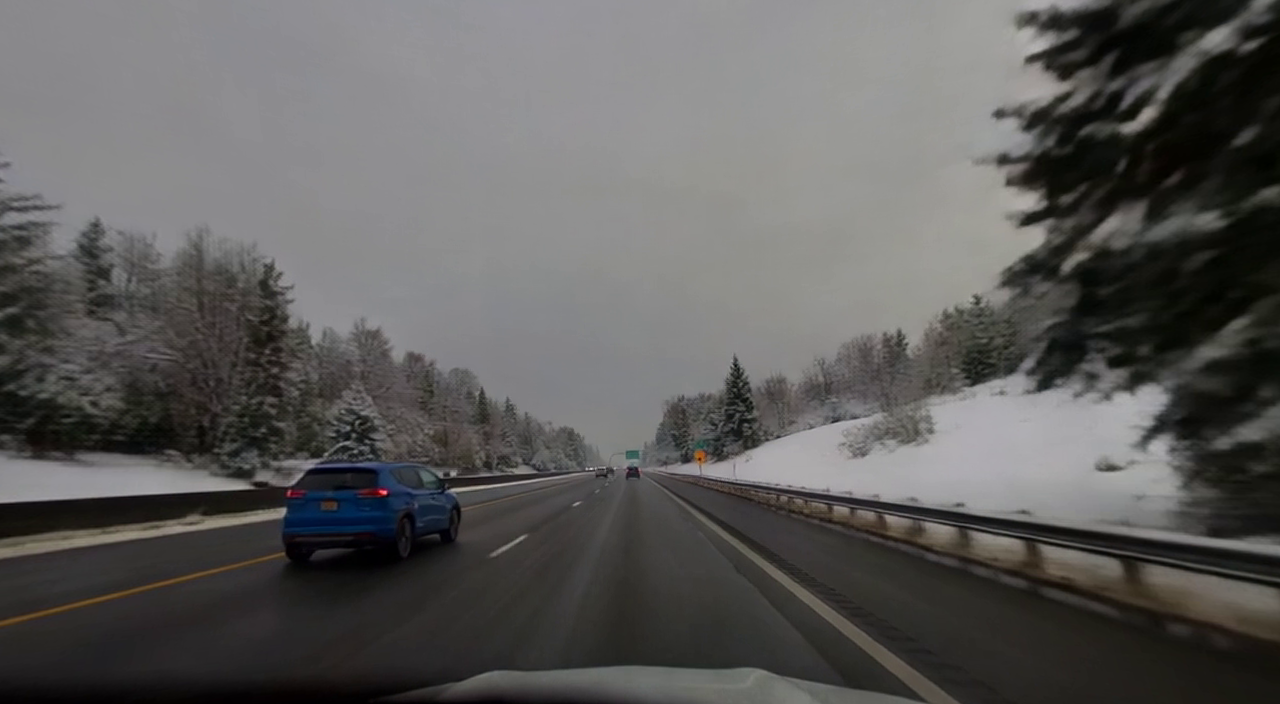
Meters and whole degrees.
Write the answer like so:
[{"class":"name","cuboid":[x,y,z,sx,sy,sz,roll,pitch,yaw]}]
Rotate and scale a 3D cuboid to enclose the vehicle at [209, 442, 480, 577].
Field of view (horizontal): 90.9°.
[{"class":"vehicle","cuboid":[-3.964,2.212,9.422,2.017,1.516,4.041,1,-10,0]}]
